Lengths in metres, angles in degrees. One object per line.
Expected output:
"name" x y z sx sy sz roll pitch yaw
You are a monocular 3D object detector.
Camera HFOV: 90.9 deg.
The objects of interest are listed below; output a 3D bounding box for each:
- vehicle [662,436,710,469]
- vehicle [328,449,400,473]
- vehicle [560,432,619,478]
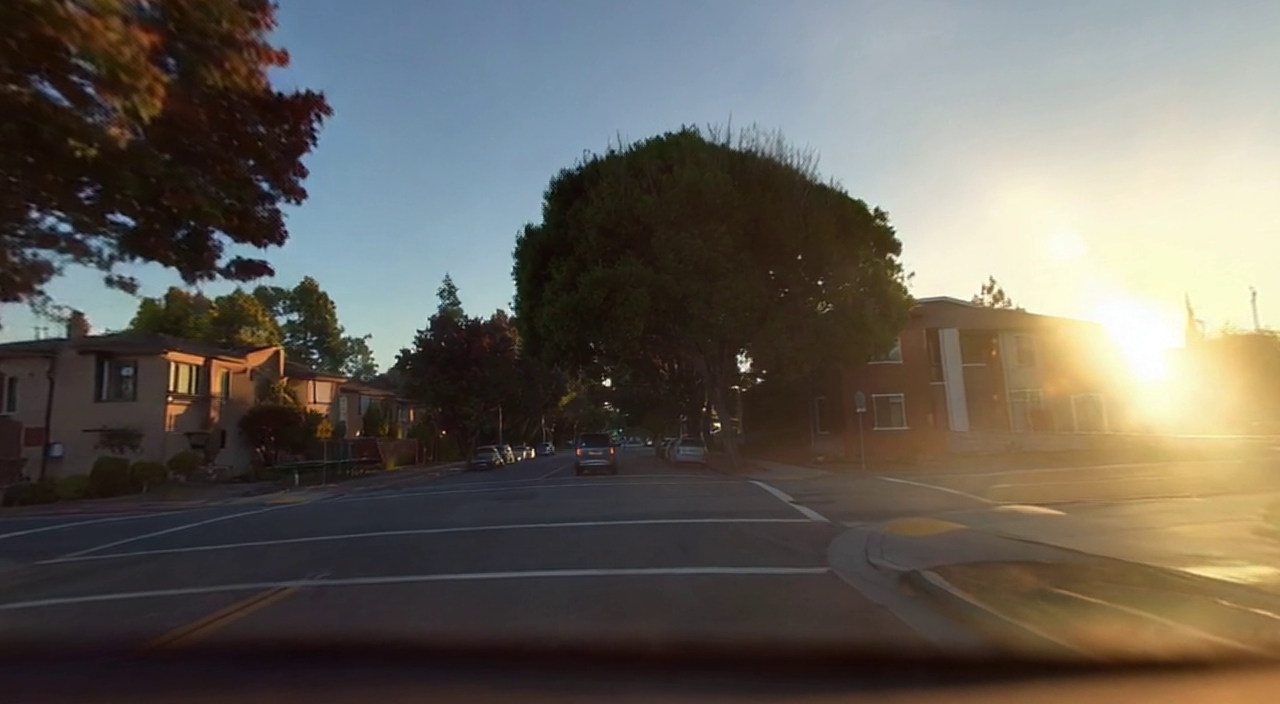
"vehicle" 2.339 5.277 33.103 1.987 1.608 3.883 1 -8 -4
"vehicle" -17.918 7.053 41.007 3.806 1.501 1.892 0 -9 -1
"vehicle" -1.987 4.203 25.946 2.172 1.722 4.201 1 -8 -2
